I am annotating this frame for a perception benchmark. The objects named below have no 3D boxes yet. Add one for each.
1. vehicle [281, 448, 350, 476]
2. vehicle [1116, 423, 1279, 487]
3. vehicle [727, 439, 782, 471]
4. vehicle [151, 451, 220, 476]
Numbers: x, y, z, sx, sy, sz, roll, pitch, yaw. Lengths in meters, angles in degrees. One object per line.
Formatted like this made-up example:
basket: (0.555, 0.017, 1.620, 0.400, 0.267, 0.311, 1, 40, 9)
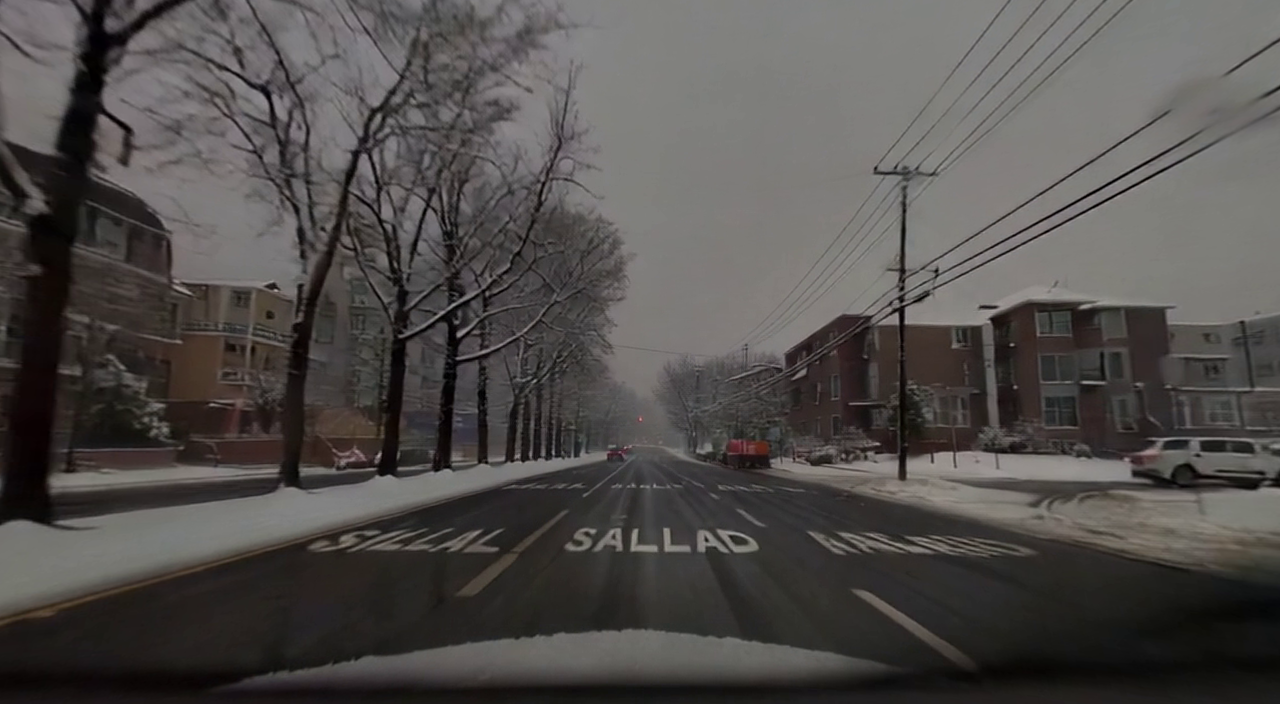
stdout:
vehicle: (-22.326, 7.539, 43.607, 2.323, 1.754, 4.425, 0, -8, 0)
vehicle: (17.577, 3.138, 19.495, 1.960, 1.725, 4.616, 0, -8, -2)
vehicle: (7.542, 6.838, 42.127, 2.747, 1.938, 4.708, 0, -8, -1)
vehicle: (-31.245, 7.662, 43.523, 1.799, 1.597, 3.904, 0, -8, 0)
